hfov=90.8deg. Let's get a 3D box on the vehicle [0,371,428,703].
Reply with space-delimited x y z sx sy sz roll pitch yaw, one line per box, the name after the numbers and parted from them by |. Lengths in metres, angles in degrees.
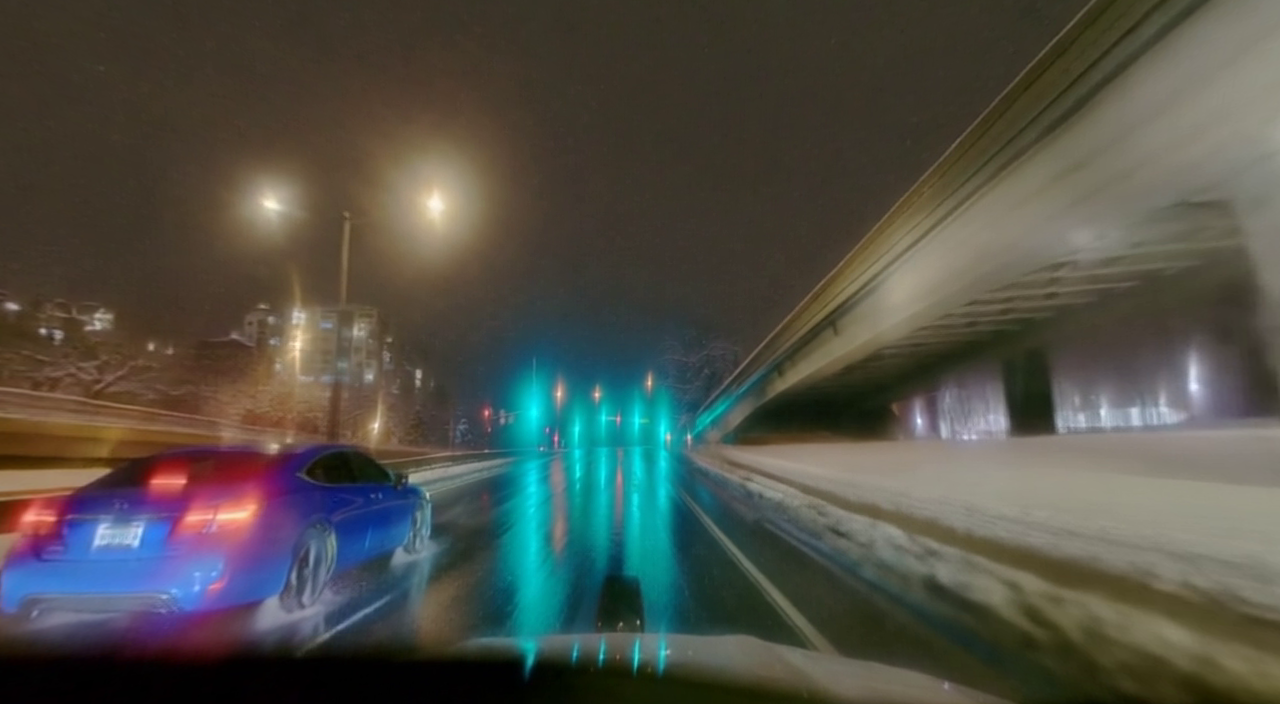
-3.081 1.079 3.860 2.041 1.470 4.290 0 -9 0 | vehicle
